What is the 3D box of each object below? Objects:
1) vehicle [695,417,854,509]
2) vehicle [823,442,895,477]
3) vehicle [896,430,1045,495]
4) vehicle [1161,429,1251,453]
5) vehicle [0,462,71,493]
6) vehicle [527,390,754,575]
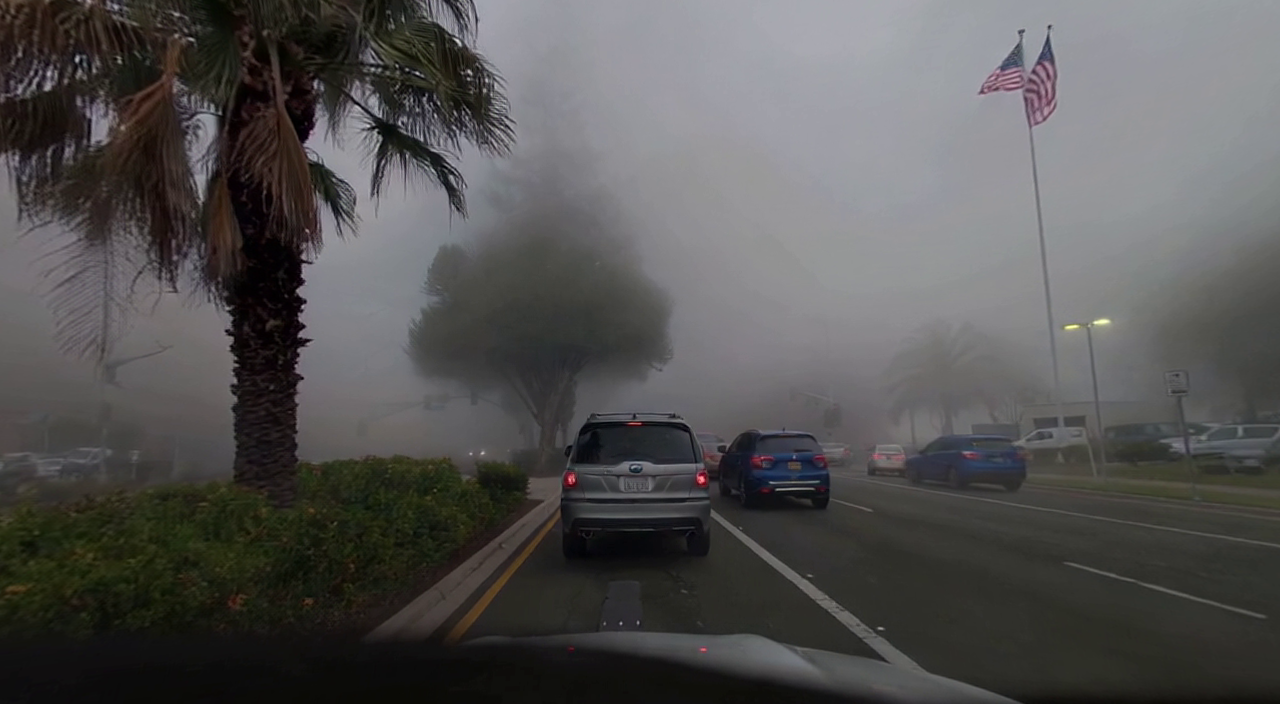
[{"bbox_3d":[3.249,2.918,17.151,2.773,2.021,6.212,0,-9,-2],"label":"vehicle"},{"bbox_3d":[10.165,5.012,29.667,1.855,1.495,4.143,0,-9,-1],"label":"vehicle"},{"bbox_3d":[10.091,3.399,19.833,2.155,1.779,4.582,0,-9,0],"label":"vehicle"},{"bbox_3d":[36.426,5.756,40.832,1.839,1.455,4.395,0,-9,2],"label":"vehicle"},{"bbox_3d":[-45.728,9.079,45.760,6.410,2.078,2.584,0,-9,0],"label":"vehicle"},{"bbox_3d":[-0.092,1.719,9.054,2.402,1.938,4.535,0,-9,-3],"label":"vehicle"}]
